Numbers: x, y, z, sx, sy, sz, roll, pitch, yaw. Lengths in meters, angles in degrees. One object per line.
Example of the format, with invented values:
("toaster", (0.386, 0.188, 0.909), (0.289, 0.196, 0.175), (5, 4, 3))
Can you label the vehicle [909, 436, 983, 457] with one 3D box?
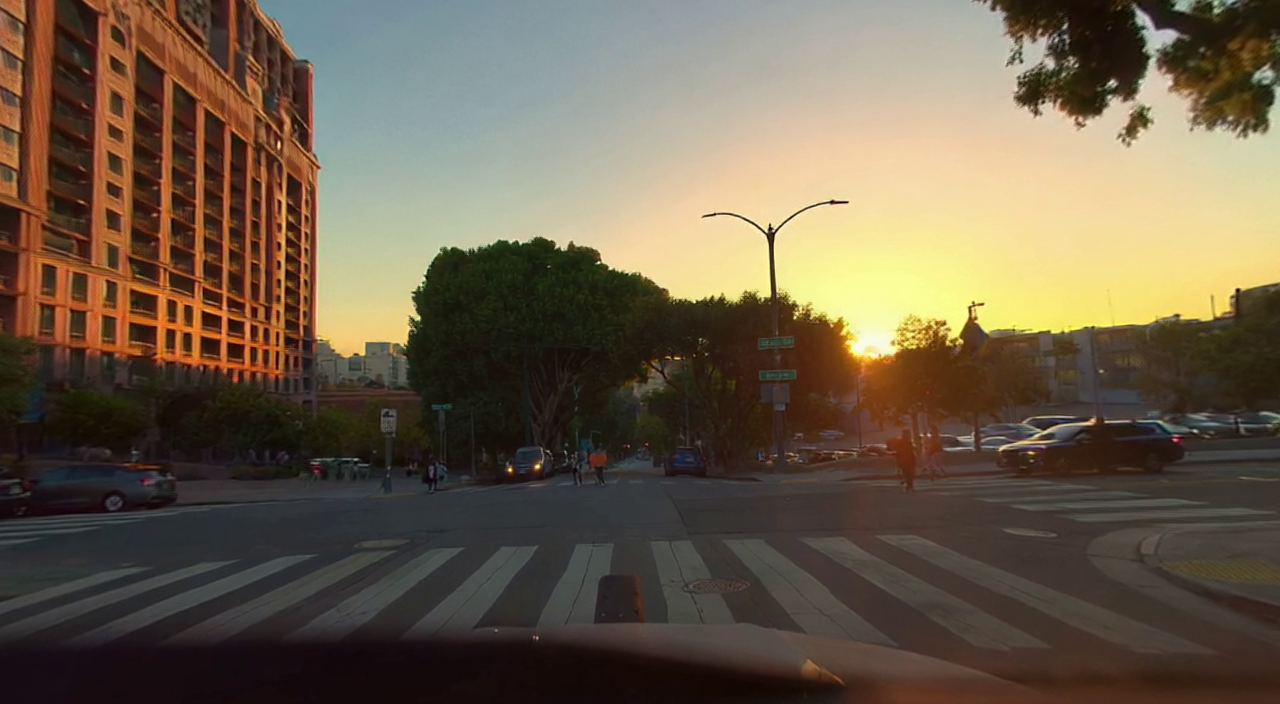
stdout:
("vehicle", (23.006, 7.136, 47.605), (4.528, 1.475, 2.070), (0, -8, 3))

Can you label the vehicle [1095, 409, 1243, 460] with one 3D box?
("vehicle", (22.299, 3.550, 26.984), (2.137, 1.962, 4.988), (-1, -8, 3))

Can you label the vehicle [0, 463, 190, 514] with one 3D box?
("vehicle", (-17.320, 4.321, 20.193), (4.439, 1.448, 1.793), (0, -9, 0))

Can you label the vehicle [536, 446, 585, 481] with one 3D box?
("vehicle", (-4.522, 6.432, 36.549), (2.102, 1.768, 4.290), (-3, -10, 2))

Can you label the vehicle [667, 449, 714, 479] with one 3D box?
("vehicle", (2.841, 6.445, 36.560), (1.942, 1.603, 3.785), (2, -9, -8))

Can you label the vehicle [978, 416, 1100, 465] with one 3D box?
("vehicle", (16.738, 3.808, 26.836), (2.041, 1.921, 4.574), (0, -9, -2))

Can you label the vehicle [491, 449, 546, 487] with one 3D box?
("vehicle", (-7.624, 7.286, 40.076), (2.193, 1.814, 5.061), (-9, -8, 0))

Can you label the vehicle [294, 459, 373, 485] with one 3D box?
("vehicle", (-22.940, 8.965, 47.335), (4.844, 1.836, 2.117), (-2, -8, 7))

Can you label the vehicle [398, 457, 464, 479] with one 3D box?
("vehicle", (-15.476, 8.647, 46.985), (4.203, 1.544, 1.889), (-1, -8, 4))
